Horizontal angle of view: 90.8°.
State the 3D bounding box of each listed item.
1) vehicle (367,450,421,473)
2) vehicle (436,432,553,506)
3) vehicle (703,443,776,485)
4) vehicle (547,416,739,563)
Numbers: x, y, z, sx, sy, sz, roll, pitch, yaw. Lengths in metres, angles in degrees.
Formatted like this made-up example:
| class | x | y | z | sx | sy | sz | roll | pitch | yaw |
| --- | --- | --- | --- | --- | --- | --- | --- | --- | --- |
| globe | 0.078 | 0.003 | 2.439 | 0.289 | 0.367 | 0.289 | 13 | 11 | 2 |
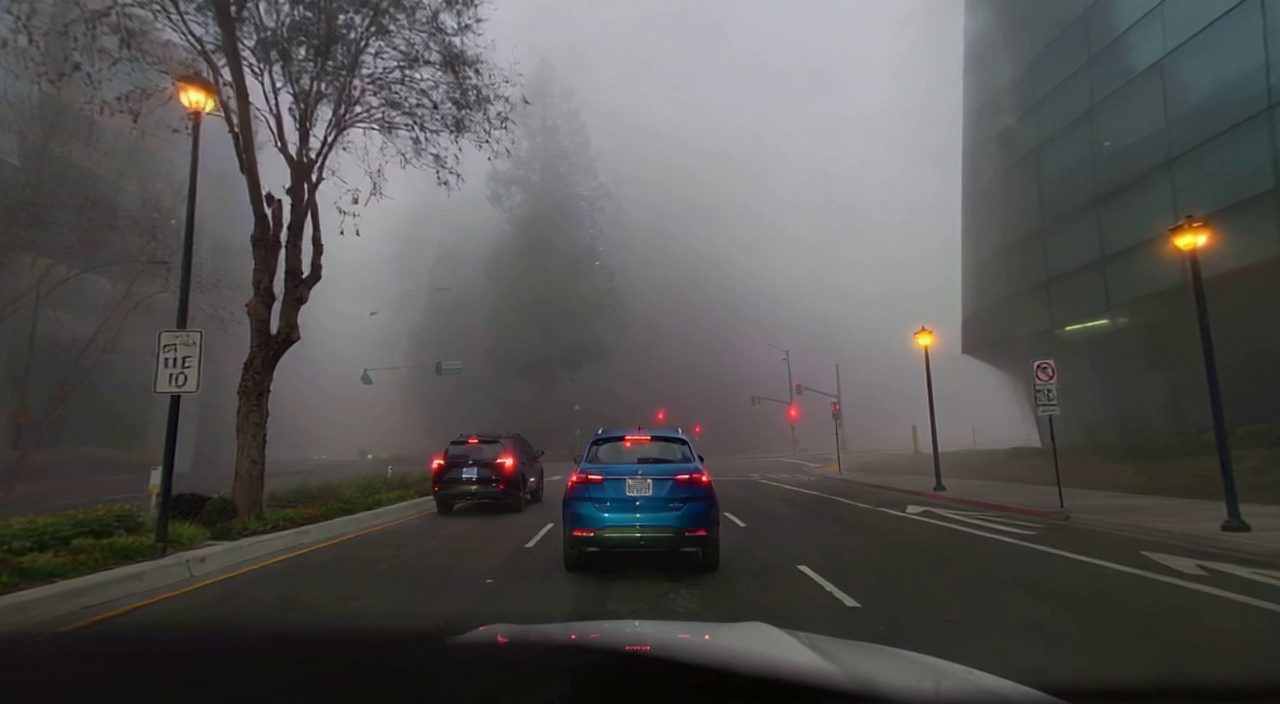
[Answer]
| class | x | y | z | sx | sy | sz | roll | pitch | yaw |
| --- | --- | --- | --- | --- | --- | --- | --- | --- | --- |
| vehicle | -16.630 | 7.383 | 42.965 | 1.826 | 1.422 | 4.490 | 0 | -8 | 0 |
| vehicle | -3.614 | 2.977 | 16.553 | 2.068 | 1.678 | 4.199 | 0 | -8 | 0 |
| vehicle | 3.725 | 4.259 | 24.457 | 2.082 | 1.445 | 4.426 | 0 | -8 | 0 |
| vehicle | 0.018 | 1.887 | 9.404 | 2.207 | 1.659 | 4.155 | 0 | -8 | 0 |
